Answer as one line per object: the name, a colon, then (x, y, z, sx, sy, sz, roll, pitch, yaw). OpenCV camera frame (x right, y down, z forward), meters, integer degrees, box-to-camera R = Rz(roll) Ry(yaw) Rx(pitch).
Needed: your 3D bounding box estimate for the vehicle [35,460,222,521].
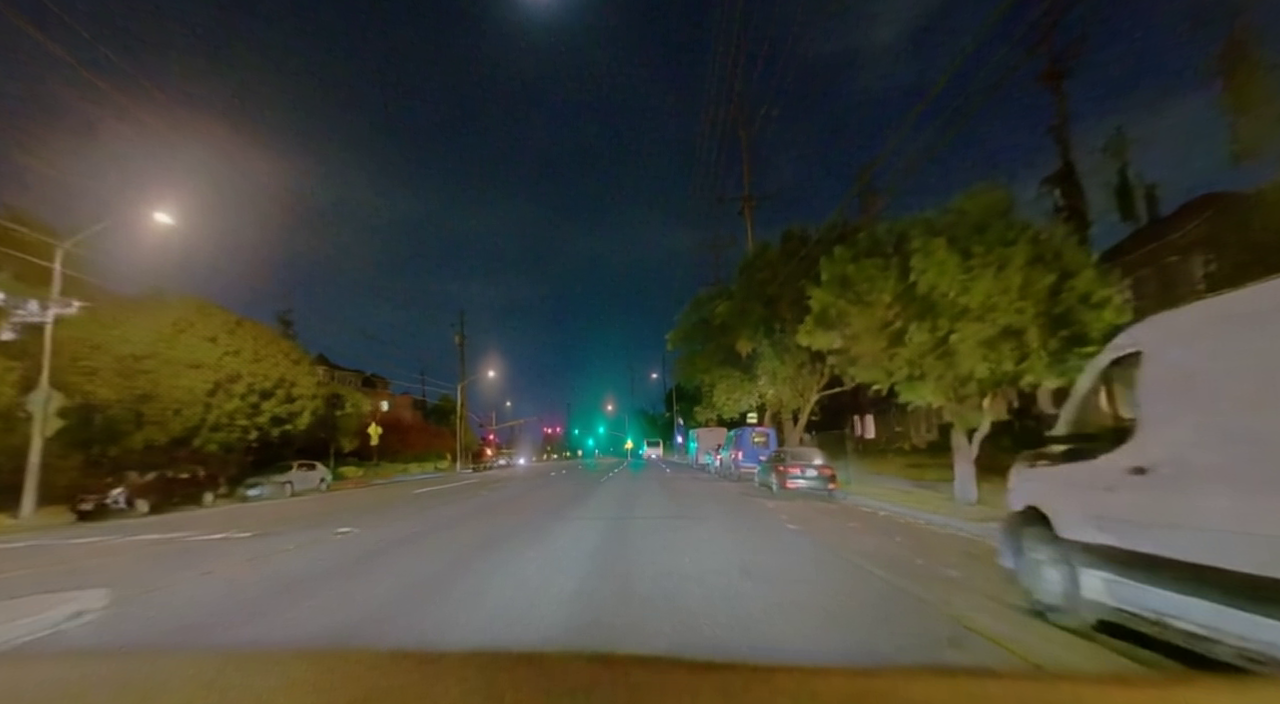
vehicle: (-15.168, 4.089, 19.023, 1.992, 1.517, 4.426, 0, -9, -2)

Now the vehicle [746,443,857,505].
vehicle: (4.238, 3.258, 17.267, 1.804, 1.432, 4.594, 0, -9, 0)

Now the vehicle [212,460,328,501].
vehicle: (-15.266, 5.290, 26.279, 1.944, 1.454, 4.581, -1, -9, 2)

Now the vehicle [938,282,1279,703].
vehicle: (3.714, 0.696, 2.232, 2.372, 2.008, 6.181, 0, -9, 1)

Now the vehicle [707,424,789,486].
vehicle: (4.132, 4.083, 25.120, 2.293, 2.171, 5.871, 0, -9, 1)
